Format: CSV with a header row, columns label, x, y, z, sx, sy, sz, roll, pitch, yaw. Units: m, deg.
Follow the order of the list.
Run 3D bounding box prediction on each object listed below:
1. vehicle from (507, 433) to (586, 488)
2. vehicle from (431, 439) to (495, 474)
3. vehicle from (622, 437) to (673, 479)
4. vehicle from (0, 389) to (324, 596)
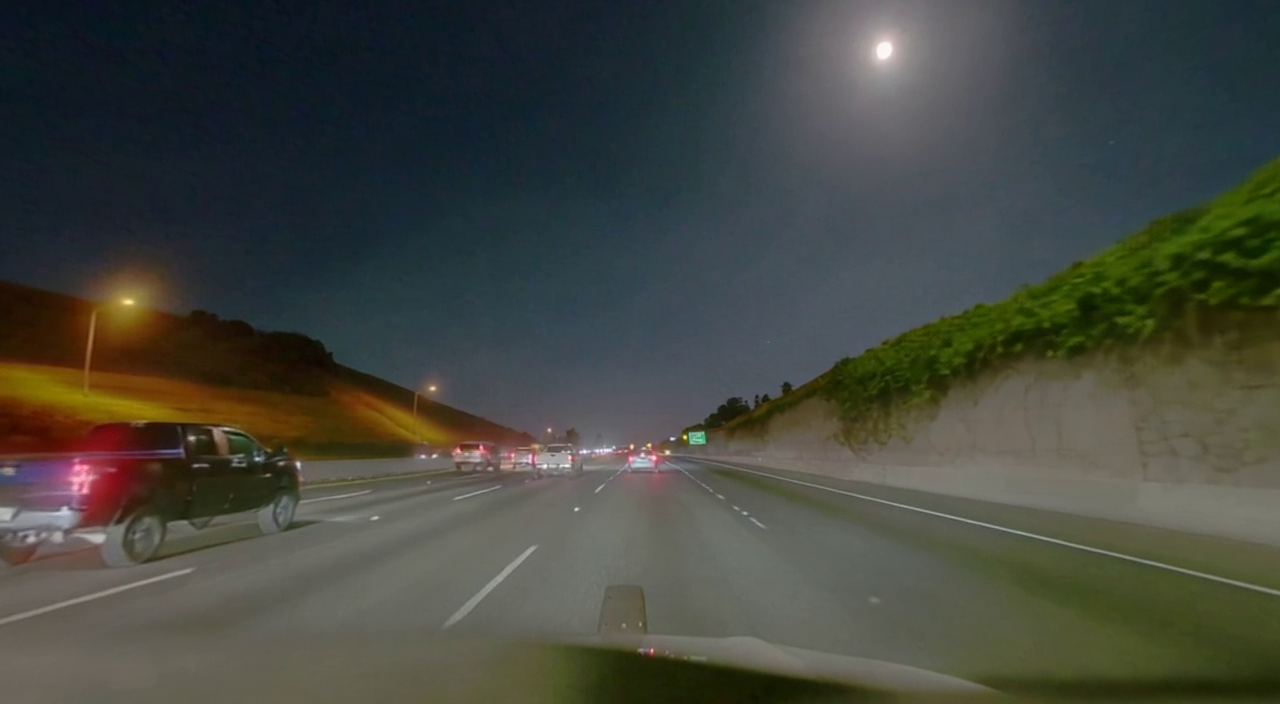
label,x,y,z,sx,sy,sz,roll,pitch,yaw
vehicle,-3.291,3.937,23.206,2.093,1.820,4.506,0,-9,1
vehicle,-10.606,6.290,38.218,2.230,1.928,5.333,0,-9,1
vehicle,0.332,4.950,29.726,2.233,1.804,4.273,0,-9,0
vehicle,-6.648,1.660,8.382,2.108,1.856,5.214,0,-9,1
